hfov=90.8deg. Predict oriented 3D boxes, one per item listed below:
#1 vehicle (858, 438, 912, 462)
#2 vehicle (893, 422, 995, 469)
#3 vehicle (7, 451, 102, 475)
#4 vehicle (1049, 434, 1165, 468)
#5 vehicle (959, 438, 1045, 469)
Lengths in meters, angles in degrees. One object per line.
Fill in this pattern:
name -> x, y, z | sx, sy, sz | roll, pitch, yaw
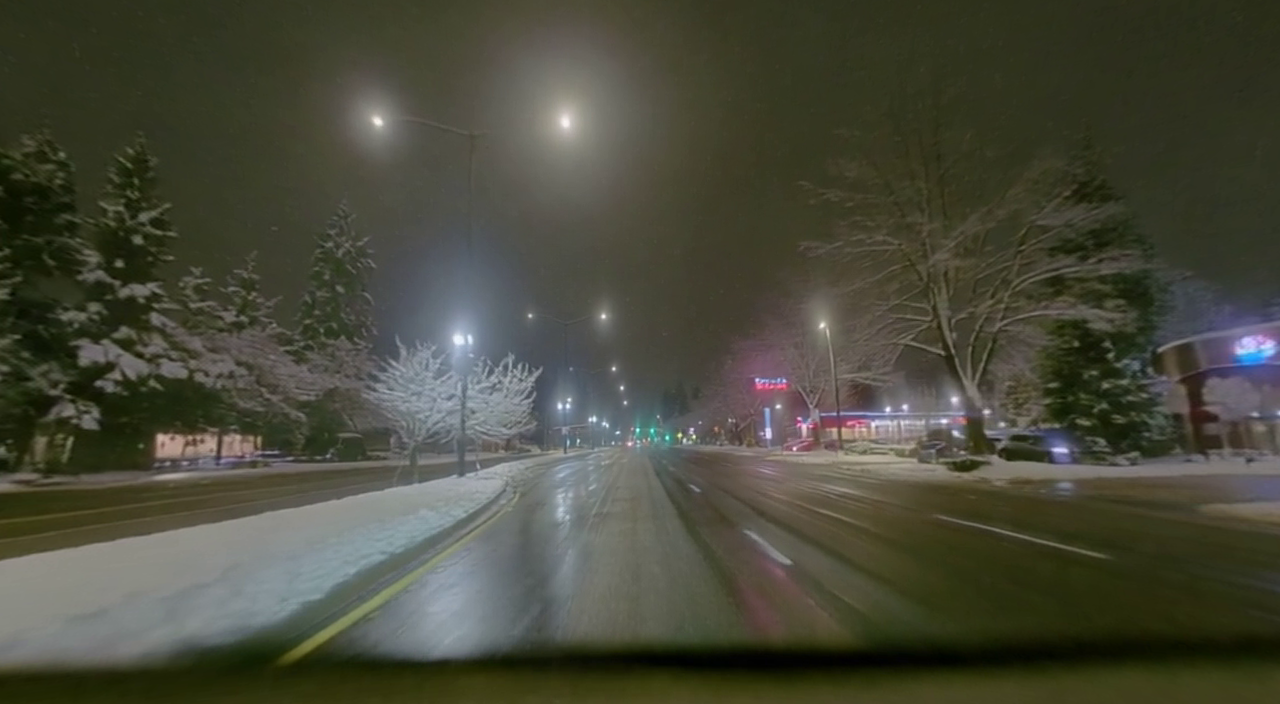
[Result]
vehicle -> 16.375, 6.552, 42.481 | 1.880, 1.477, 4.556 | -1, -8, 1
vehicle -> 14.904, 4.656, 31.439 | 2.235, 2.016, 5.481 | -3, -9, 0
vehicle -> -38.879, 7.390, 42.026 | 4.320, 1.477, 1.937 | 0, -8, -2
vehicle -> 22.652, 4.863, 30.884 | 1.791, 1.458, 4.316 | -1, -9, -12
vehicle -> 17.897, 5.041, 31.418 | 1.873, 1.383, 3.754 | -1, -9, -3
